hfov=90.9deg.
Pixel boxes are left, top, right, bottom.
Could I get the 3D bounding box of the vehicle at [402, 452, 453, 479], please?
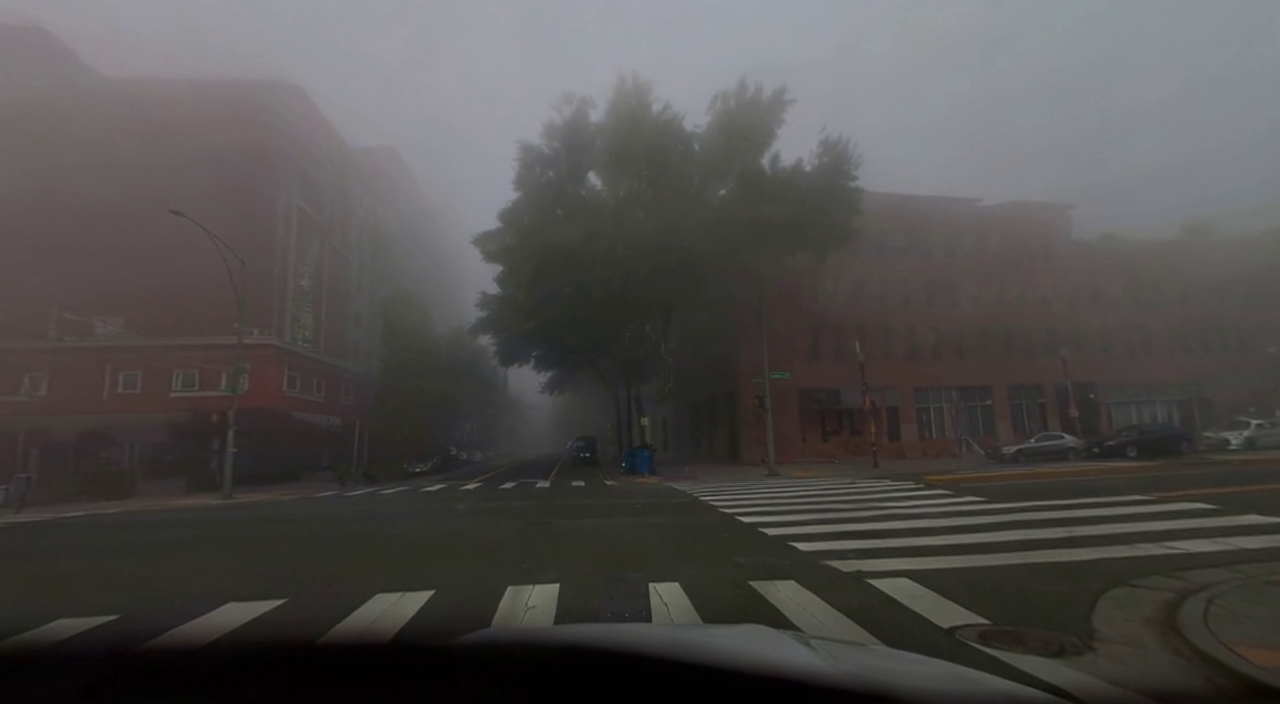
[{"bbox_3d":[-12.896,6.907,38.530,2.033,1.491,4.298,1,-9,-6],"label":"vehicle"}]
